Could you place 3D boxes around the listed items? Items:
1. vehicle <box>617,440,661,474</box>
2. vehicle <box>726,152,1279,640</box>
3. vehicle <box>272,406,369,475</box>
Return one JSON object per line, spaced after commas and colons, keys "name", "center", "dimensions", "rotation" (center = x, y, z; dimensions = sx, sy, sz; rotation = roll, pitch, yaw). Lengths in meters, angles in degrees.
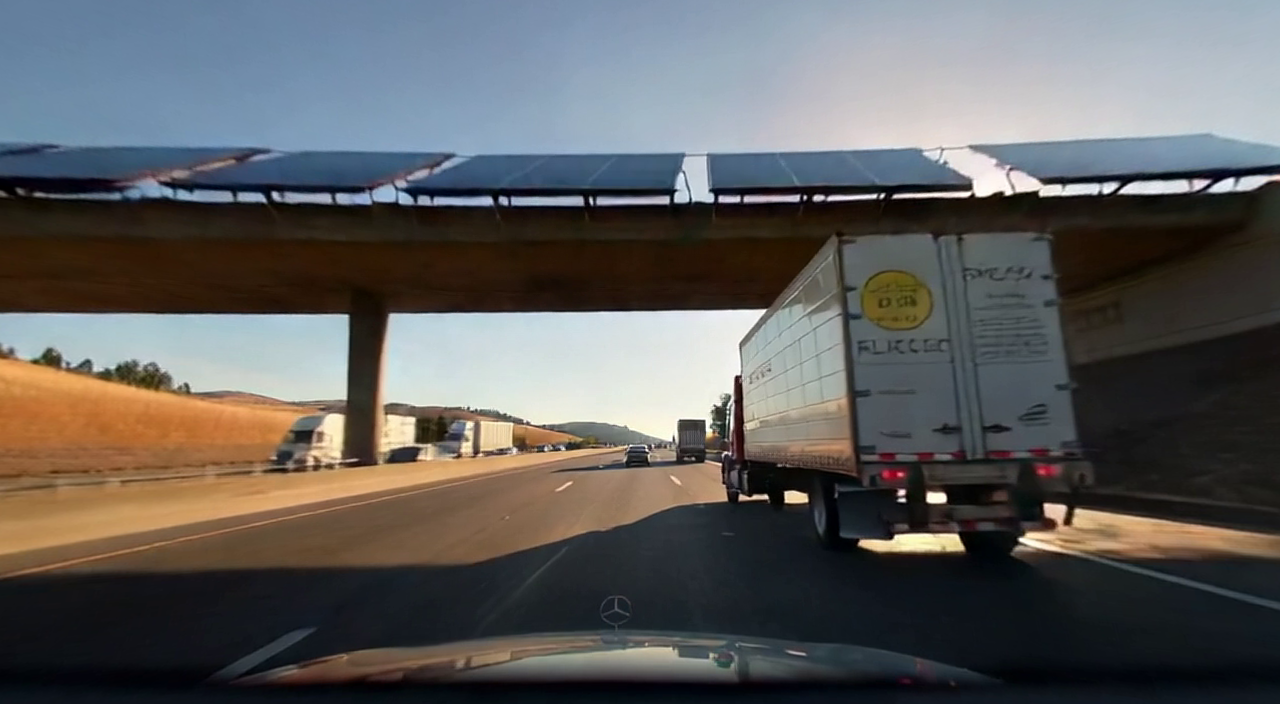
{"name": "vehicle", "center": [-0.035, 5.307, 32.064], "dimensions": [2.066, 1.581, 4.268], "rotation": [-1, -8, 0]}
{"name": "vehicle", "center": [3.593, 0.937, 9.660], "dimensions": [2.967, 3.633, 10.015], "rotation": [0, -8, -1]}
{"name": "vehicle", "center": [-20.239, 5.664, 40.310], "dimensions": [2.955, 4.012, 5.867], "rotation": [-1, -8, 1]}
